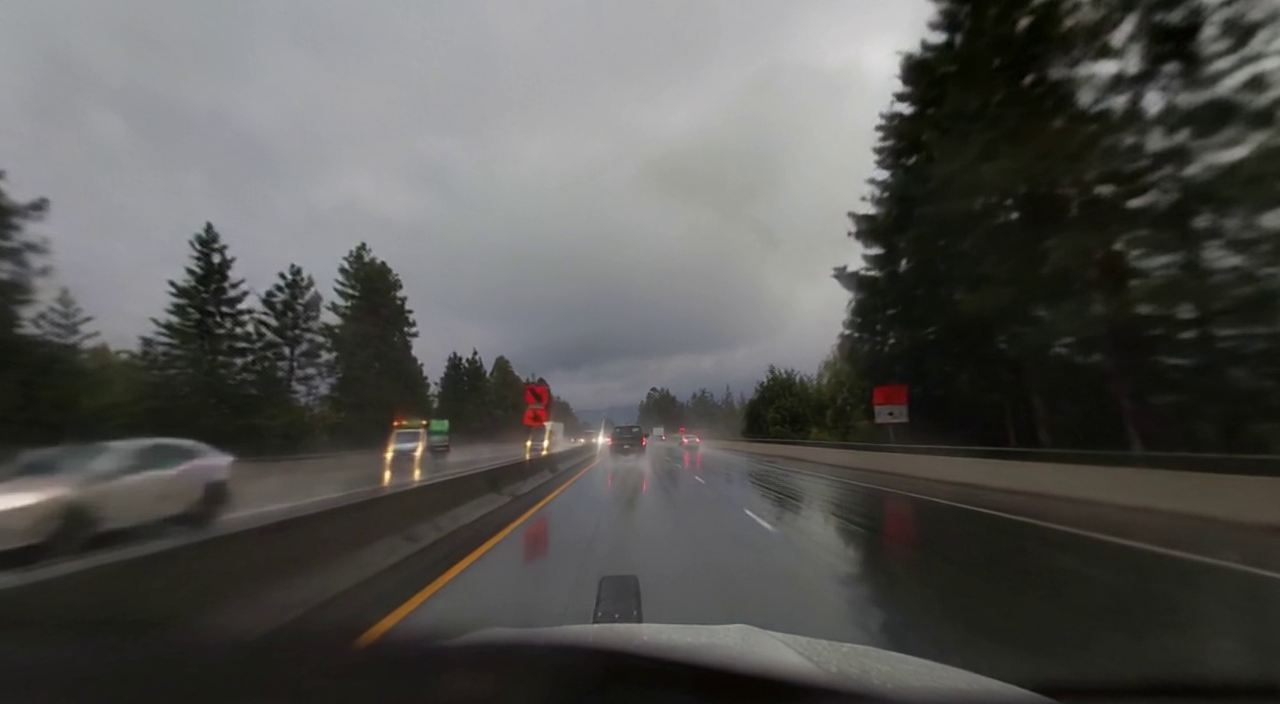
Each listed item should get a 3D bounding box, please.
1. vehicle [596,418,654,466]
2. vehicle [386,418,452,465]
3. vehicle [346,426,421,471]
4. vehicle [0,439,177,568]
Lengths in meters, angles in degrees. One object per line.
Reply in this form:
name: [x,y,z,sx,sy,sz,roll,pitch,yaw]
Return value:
vehicle: [-0.695,4.207,29.591,2.503,2.044,4.633,0,-8,-2]
vehicle: [-14.067,5.737,40.417,2.532,2.792,4.713,0,-8,-1]
vehicle: [-13.899,5.243,34.469,2.102,2.299,4.786,0,-8,-1]
vehicle: [-8.961,1.996,8.653,1.903,1.591,4.430,0,-8,-2]
